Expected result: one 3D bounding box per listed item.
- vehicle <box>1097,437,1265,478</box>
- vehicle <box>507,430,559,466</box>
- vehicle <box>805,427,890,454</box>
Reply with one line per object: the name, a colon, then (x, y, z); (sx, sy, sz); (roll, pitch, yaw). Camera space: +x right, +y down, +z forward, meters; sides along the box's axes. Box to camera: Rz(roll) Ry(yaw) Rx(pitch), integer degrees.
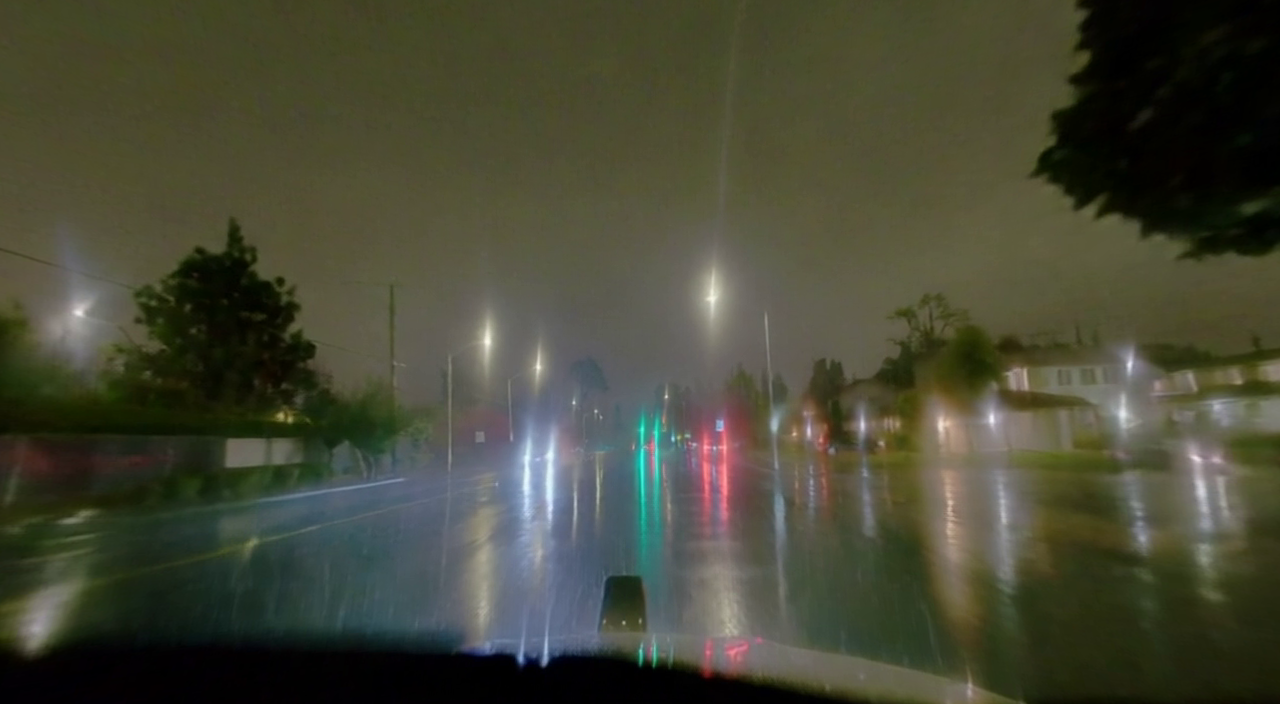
vehicle: (20.883, 4.062, 24.350); (4.849, 1.470, 2.041); (0, -8, -7)
vehicle: (-7.268, 6.612, 43.297); (2.413, 2.267, 6.252); (0, -9, 1)
vehicle: (13.645, 5.834, 41.469); (4.674, 1.557, 2.288); (-1, -8, -5)
